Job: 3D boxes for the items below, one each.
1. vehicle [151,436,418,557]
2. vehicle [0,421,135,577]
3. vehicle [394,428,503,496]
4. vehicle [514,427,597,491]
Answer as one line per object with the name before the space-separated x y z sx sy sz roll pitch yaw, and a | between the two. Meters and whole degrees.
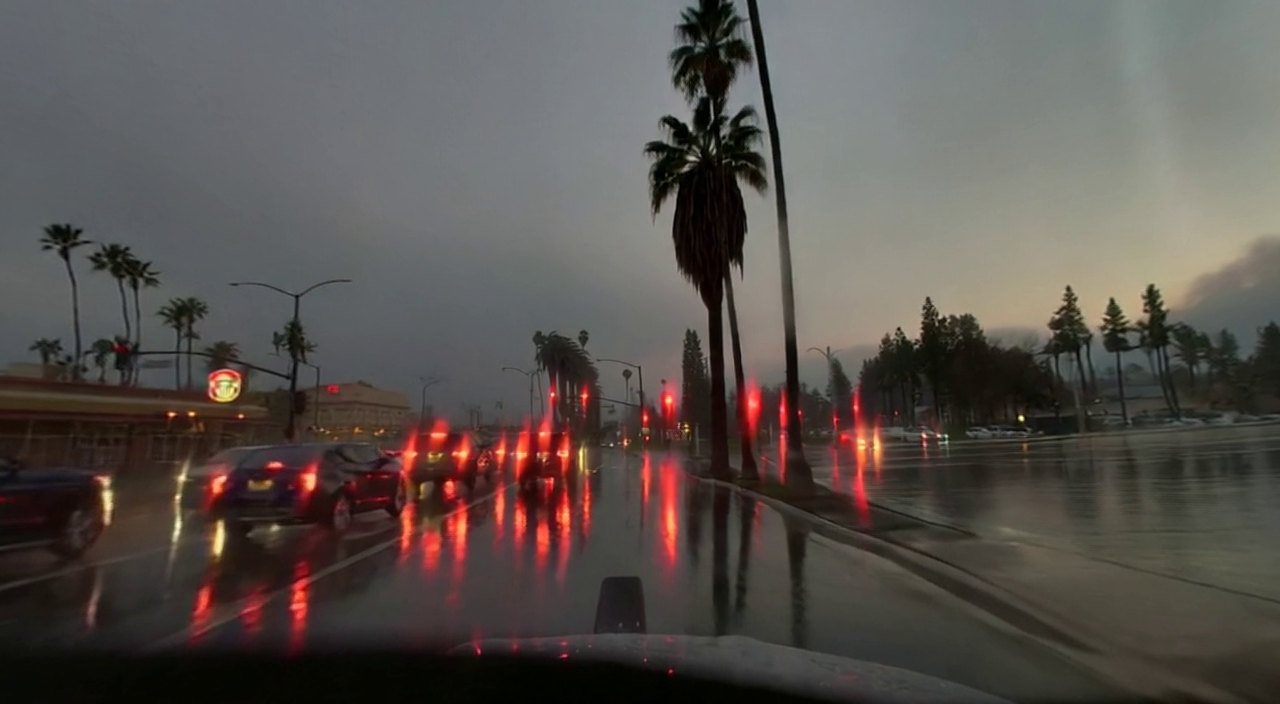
vehicle | -5.538 2.275 10.780 1.885 1.567 4.775 0 -9 -2
vehicle | -8.811 1.700 7.120 2.178 1.864 5.005 0 -9 -2
vehicle | -5.850 3.426 20.036 2.025 1.862 4.804 0 -9 -1
vehicle | -2.483 3.301 19.731 2.153 1.759 4.320 0 -9 -2
